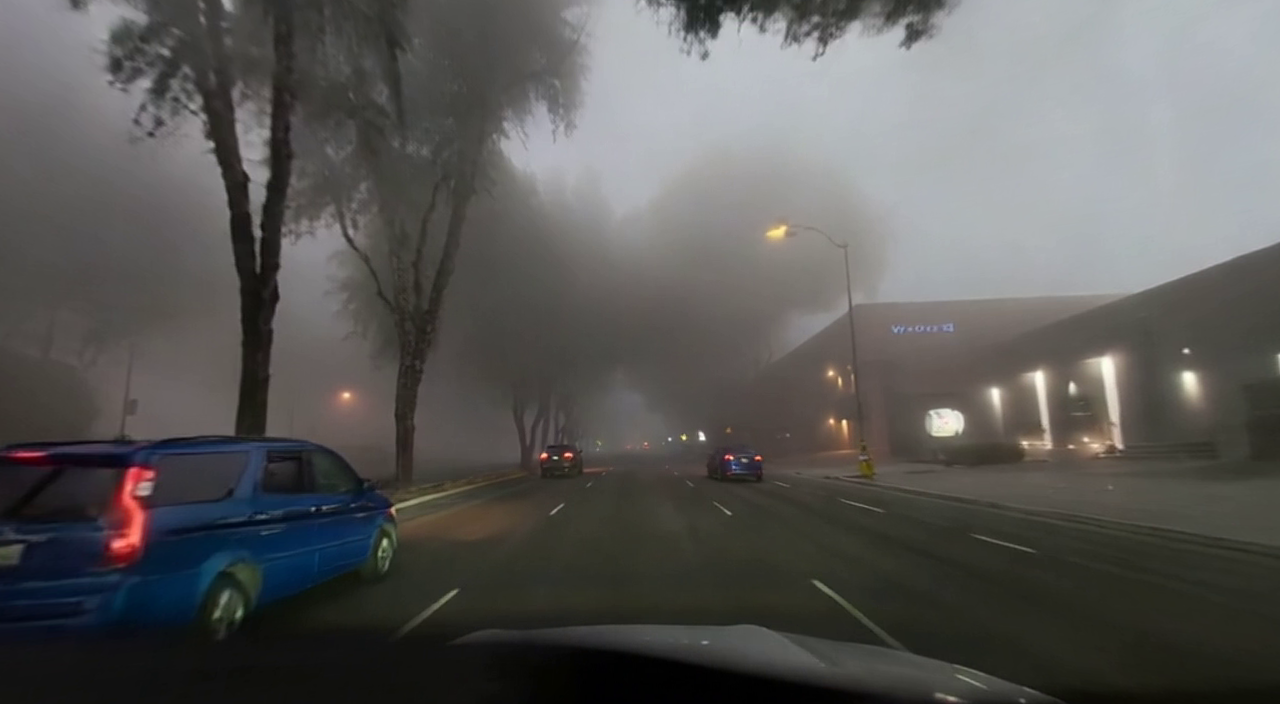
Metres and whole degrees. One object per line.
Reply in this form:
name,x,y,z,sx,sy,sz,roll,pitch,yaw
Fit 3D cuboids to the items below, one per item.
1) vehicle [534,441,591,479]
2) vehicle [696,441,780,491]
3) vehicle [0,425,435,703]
vehicle,-3.692,5.265,30.989,2.145,1.694,4.642,0,-9,1
vehicle,3.209,3.823,21.585,1.961,1.482,4.538,0,-9,-2
vehicle,-3.537,1.444,5.424,2.060,1.466,4.387,0,-9,0
